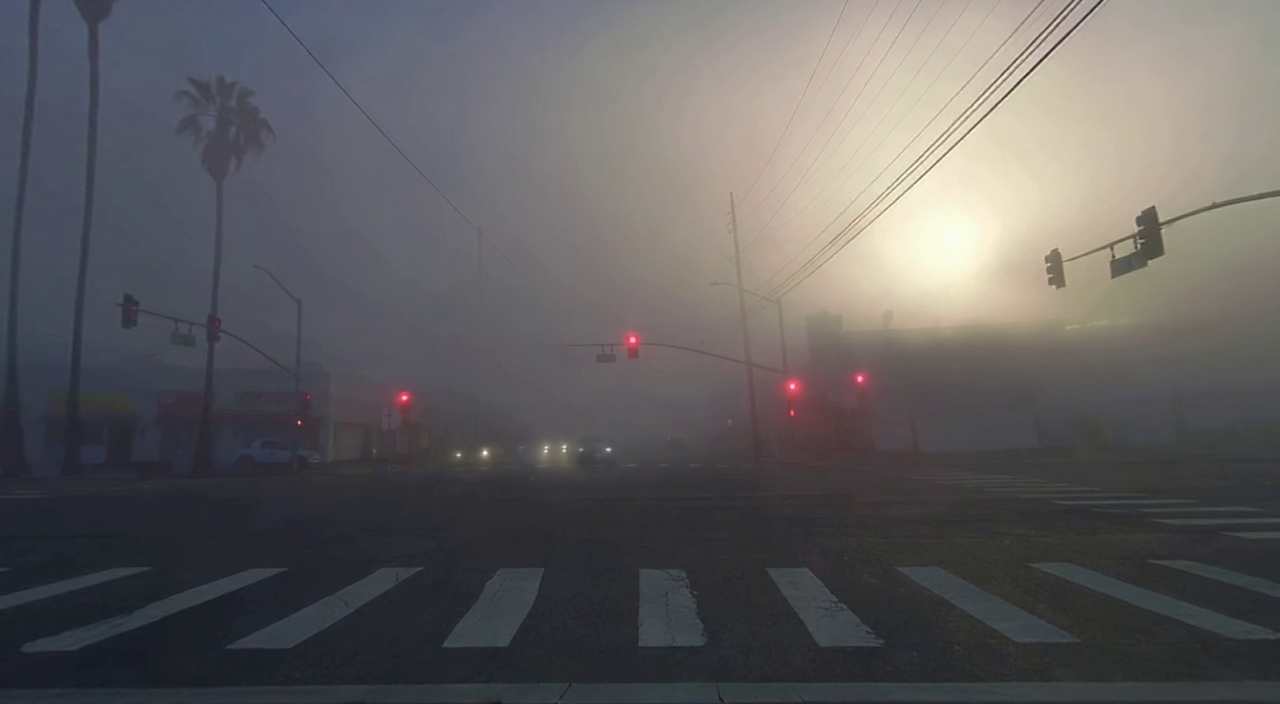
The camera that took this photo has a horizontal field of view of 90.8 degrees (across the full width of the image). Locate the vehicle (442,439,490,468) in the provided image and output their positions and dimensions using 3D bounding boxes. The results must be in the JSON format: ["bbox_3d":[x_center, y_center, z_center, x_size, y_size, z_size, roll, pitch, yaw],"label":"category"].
[{"bbox_3d":[-11.965,6.986,43.718,2.016,1.717,4.287,-2,-7,1],"label":"vehicle"}]

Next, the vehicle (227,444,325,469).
[{"bbox_3d":[-22.299,6.422,38.842,4.849,1.444,1.881,0,-8,1],"label":"vehicle"}]

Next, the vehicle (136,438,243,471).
[{"bbox_3d":[-25.911,5.920,36.457,4.613,1.820,2.021,-1,-9,3],"label":"vehicle"}]

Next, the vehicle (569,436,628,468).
[{"bbox_3d":[-2.230,5.110,32.515,2.223,1.490,5.094,2,-9,-12],"label":"vehicle"}]
